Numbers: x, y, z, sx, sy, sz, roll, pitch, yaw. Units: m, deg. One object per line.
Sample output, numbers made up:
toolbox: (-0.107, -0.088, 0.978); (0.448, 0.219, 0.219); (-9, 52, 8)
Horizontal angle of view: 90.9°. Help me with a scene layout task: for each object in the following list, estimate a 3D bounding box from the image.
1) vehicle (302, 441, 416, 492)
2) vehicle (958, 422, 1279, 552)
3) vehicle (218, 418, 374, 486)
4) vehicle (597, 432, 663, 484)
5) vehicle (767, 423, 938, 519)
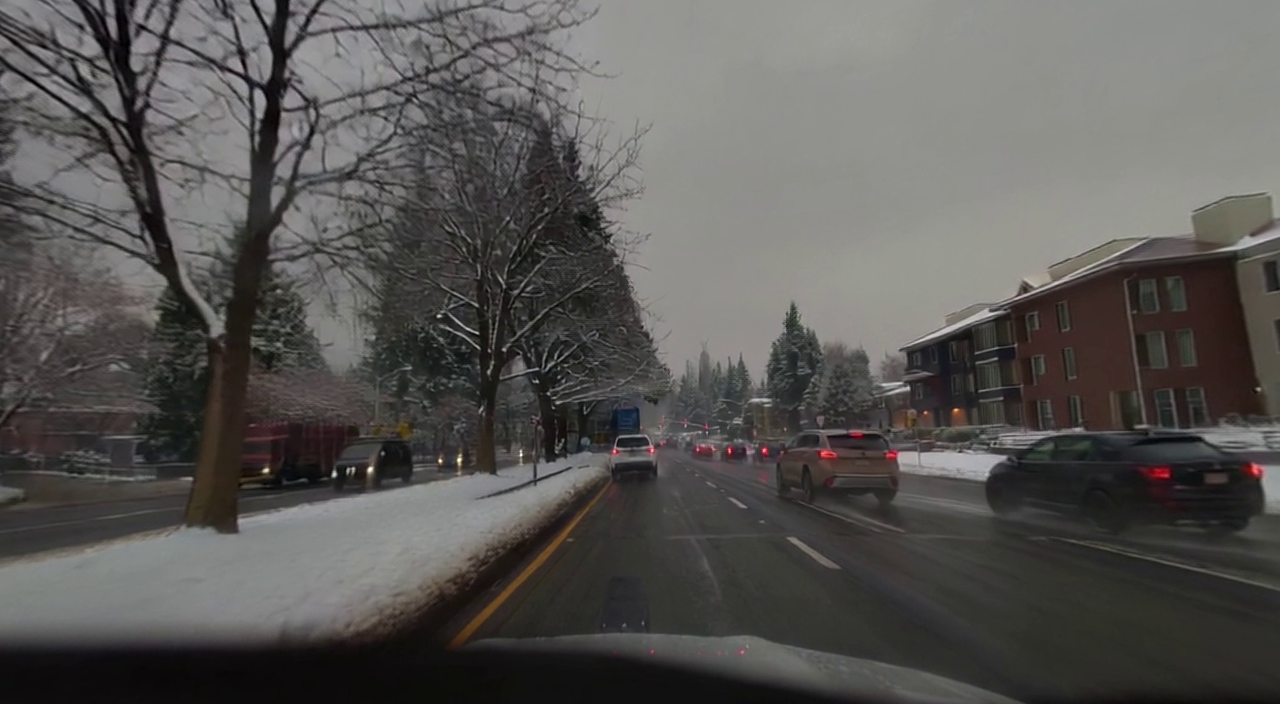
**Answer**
vehicle: (-10.616, 4.325, 24.270); (2.142, 1.742, 4.523); (0, -8, 2)
vehicle: (7.304, 1.994, 10.027); (2.133, 1.583, 4.496); (0, -8, 0)
vehicle: (-20.063, 5.969, 38.026); (3.233, 3.473, 10.664); (0, -8, 1)
vehicle: (-0.377, 4.080, 24.535); (2.332, 1.798, 4.546); (0, -8, 0)
vehicle: (4.235, 2.447, 13.500); (2.100, 1.689, 4.501); (0, -8, 1)
